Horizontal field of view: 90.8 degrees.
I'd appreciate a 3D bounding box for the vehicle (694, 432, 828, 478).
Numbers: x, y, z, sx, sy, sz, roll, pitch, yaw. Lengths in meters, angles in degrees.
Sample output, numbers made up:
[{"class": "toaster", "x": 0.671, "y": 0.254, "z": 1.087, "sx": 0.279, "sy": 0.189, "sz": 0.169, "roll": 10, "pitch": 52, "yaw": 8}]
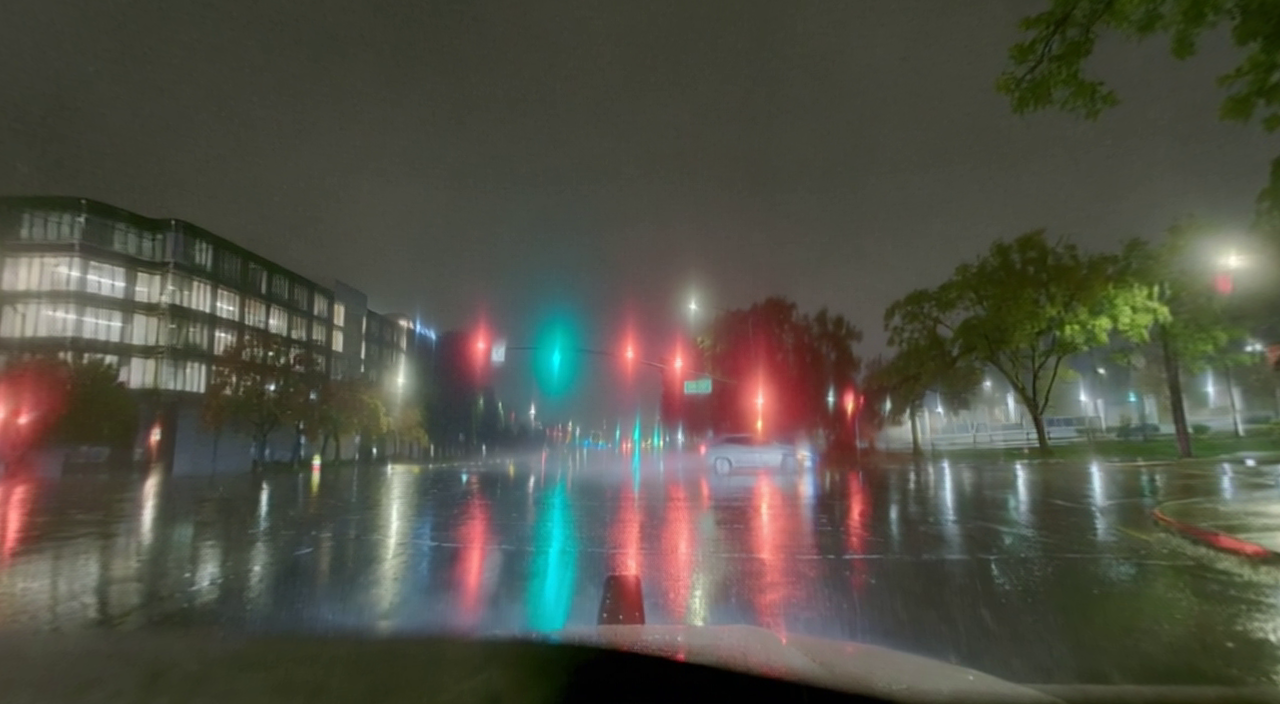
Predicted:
[{"class": "vehicle", "x": 5.156, "y": 4.366, "z": 26.922, "sx": 5.357, "sy": 1.814, "sz": 2.141, "roll": -3, "pitch": -9, "yaw": 15}]
